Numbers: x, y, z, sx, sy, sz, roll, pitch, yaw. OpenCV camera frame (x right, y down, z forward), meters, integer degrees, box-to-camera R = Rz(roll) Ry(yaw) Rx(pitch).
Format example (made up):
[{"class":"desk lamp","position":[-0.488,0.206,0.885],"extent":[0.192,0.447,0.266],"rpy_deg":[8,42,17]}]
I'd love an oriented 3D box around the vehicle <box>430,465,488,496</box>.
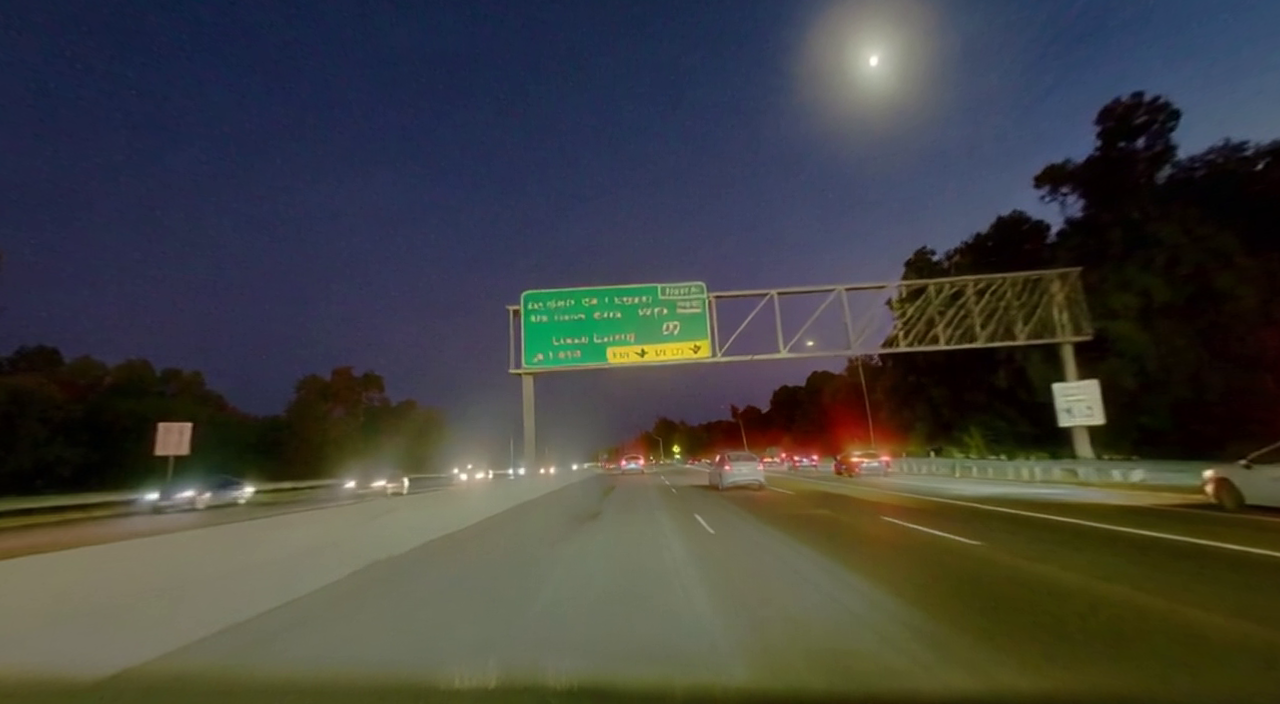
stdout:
[{"class":"vehicle","position":[-10.316,7.321,36.297],"extent":[1.791,1.523,4.364],"rpy_deg":[0,-9,4]}]

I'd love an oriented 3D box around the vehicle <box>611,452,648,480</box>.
[{"class":"vehicle","position":[-0.594,6.743,37.605],"extent":[2.090,1.510,4.280],"rpy_deg":[0,-9,0]}]

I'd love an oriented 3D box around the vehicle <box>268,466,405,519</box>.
[{"class":"vehicle","position":[-10.455,4.867,22.334],"extent":[2.420,1.511,4.810],"rpy_deg":[0,-9,1]}]

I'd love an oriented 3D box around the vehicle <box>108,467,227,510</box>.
[{"class":"vehicle","position":[-20.631,5.936,27.824],"extent":[1.850,1.594,4.177],"rpy_deg":[0,-9,3]}]

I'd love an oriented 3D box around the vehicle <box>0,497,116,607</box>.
[{"class":"vehicle","position":[-10.356,2.944,8.936],"extent":[2.201,1.417,4.255],"rpy_deg":[0,-9,0]}]

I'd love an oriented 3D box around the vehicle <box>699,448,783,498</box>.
[{"class":"vehicle","position":[3.256,3.969,21.210],"extent":[1.972,1.488,4.335],"rpy_deg":[0,-9,-2]}]
